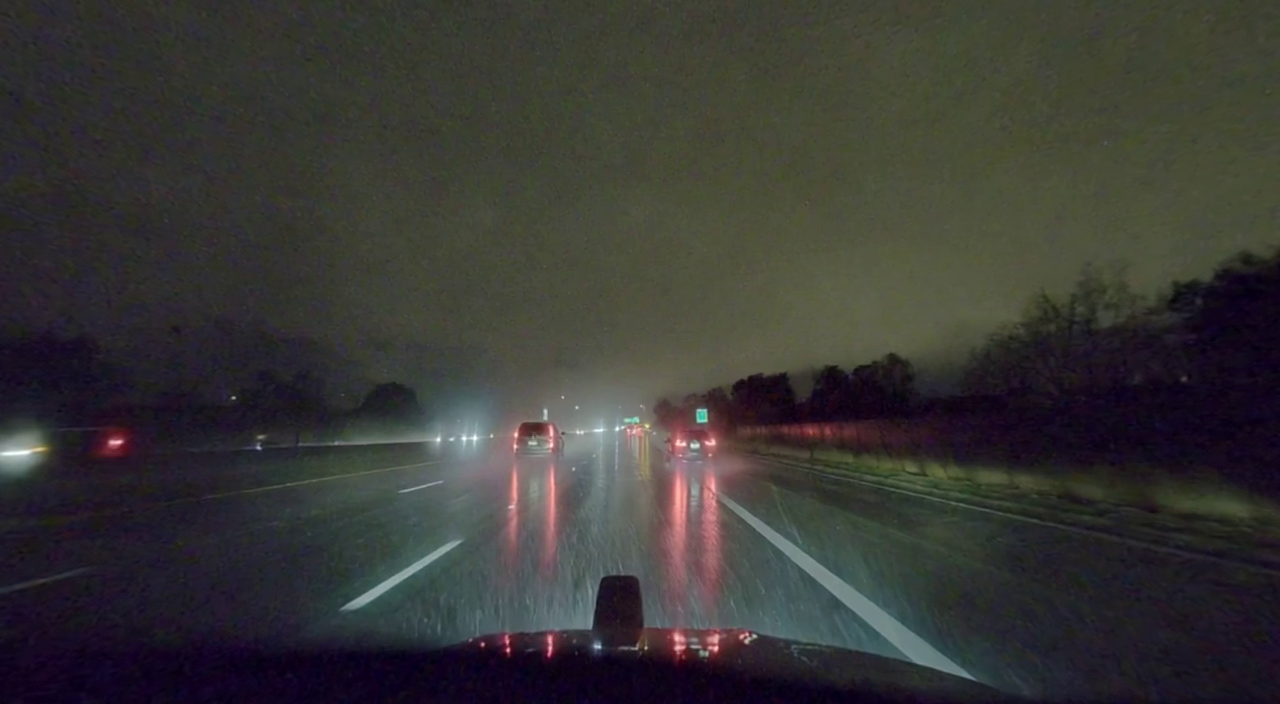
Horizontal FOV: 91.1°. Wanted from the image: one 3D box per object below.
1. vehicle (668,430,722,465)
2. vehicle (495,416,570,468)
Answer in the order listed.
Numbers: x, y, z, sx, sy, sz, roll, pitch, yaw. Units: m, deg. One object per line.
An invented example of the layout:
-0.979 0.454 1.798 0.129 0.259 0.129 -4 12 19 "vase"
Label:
2.439 4.354 28.836 1.948 1.470 3.913 0 -8 -3 "vehicle"
-4.286 3.700 25.992 2.251 1.938 4.708 0 -8 0 "vehicle"
